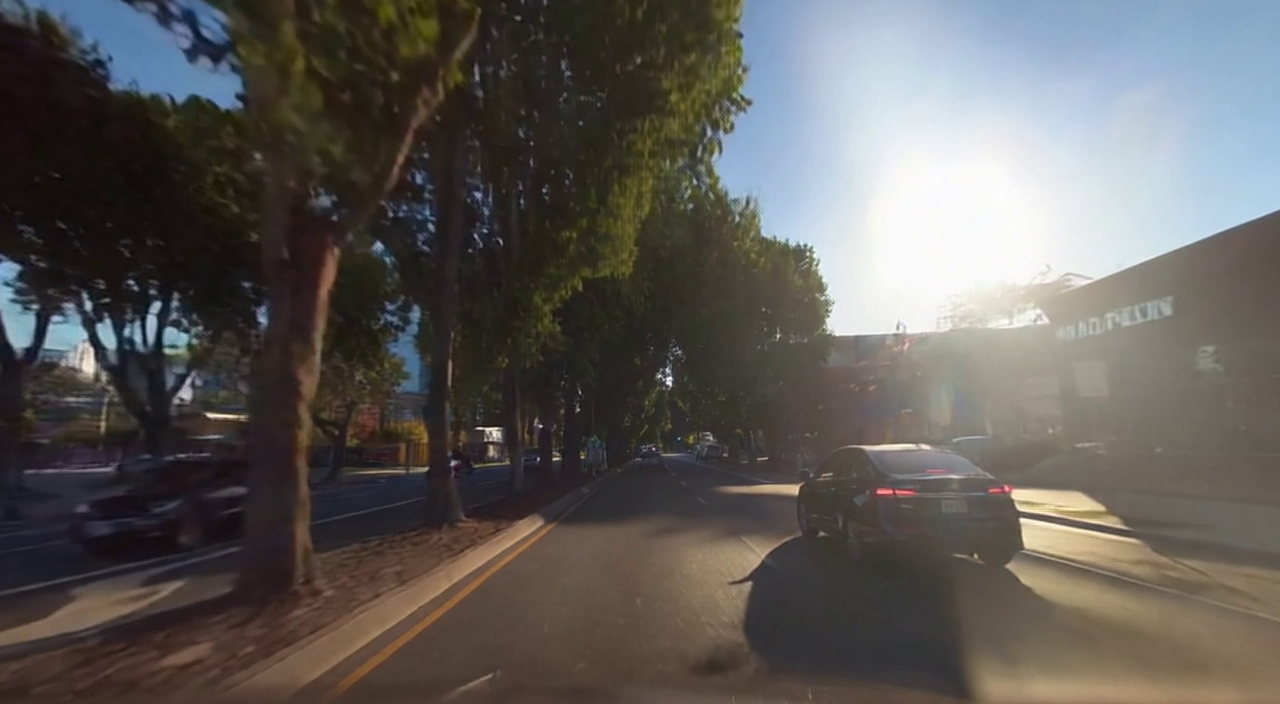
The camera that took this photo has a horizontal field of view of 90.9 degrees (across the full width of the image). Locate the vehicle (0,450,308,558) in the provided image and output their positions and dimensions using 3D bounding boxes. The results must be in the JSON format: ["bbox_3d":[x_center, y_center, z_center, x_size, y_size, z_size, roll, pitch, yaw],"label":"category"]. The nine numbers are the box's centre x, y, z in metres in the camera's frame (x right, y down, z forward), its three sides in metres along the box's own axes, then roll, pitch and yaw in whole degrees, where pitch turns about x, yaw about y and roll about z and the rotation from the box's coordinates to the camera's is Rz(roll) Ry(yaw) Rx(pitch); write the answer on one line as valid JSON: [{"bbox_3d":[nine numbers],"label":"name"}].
[{"bbox_3d":[-8.168,2.531,11.299,1.958,1.487,4.451,-1,-9,1],"label":"vehicle"}]

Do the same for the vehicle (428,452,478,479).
[{"bbox_3d":[-11.774,7.170,39.989,1.869,1.529,4.355,-2,-9,-1],"label":"vehicle"}]

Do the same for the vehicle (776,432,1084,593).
[{"bbox_3d":[3.210,1.837,8.096,1.989,1.498,4.050,0,-9,0],"label":"vehicle"}]

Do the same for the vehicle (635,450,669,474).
[{"bbox_3d":[0.693,6.666,38.400,1.945,1.343,3.827,-1,-9,0],"label":"vehicle"}]

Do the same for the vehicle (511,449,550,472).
[{"bbox_3d":[-8.106,8.073,47.123,2.013,1.637,4.479,-1,-9,2],"label":"vehicle"}]
